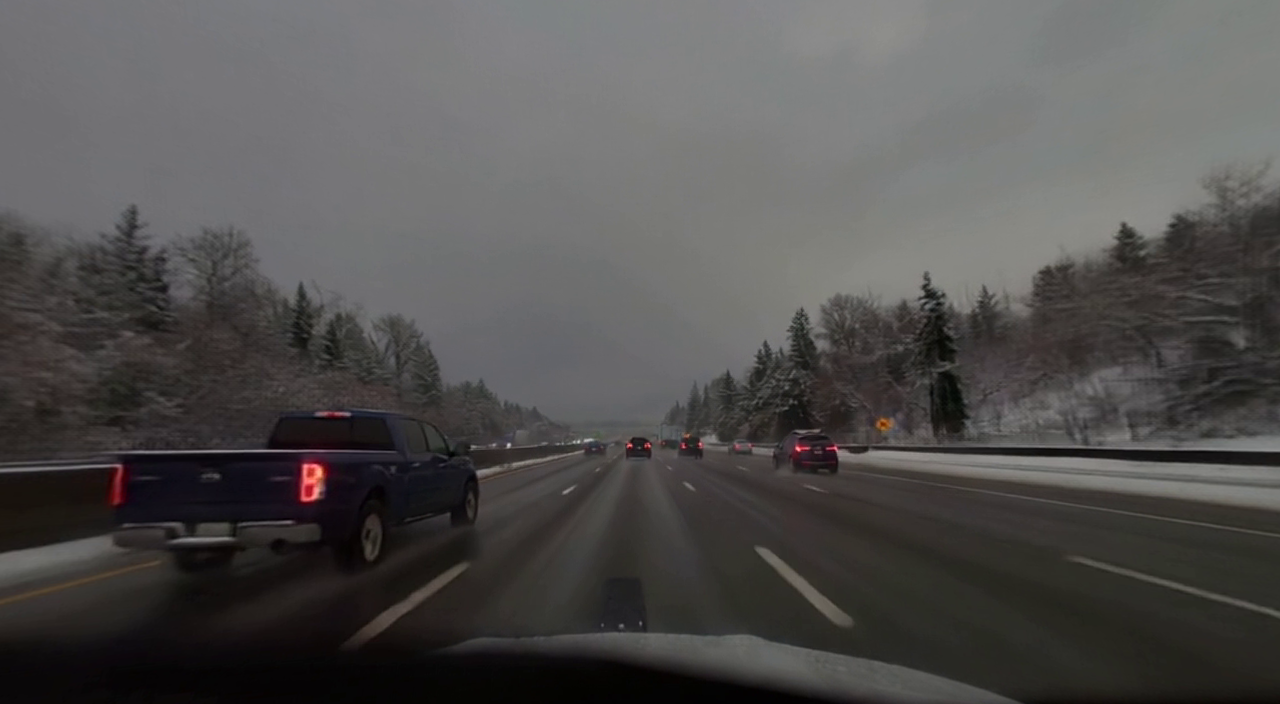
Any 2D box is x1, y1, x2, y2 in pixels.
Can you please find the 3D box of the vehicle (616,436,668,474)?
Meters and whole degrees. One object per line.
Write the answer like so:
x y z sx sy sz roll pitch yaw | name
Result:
0.087 4.380 27.046 2.071 1.464 4.162 0 -8 0 | vehicle

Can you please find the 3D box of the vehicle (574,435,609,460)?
-3.396 6.778 44.867 2.140 1.720 4.410 0 -8 0 | vehicle

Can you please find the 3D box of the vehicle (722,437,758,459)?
7.229 6.993 45.951 1.894 1.511 4.148 0 -8 -1 | vehicle

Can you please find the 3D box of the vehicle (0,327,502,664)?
-3.423 1.249 6.667 2.487 1.979 5.742 0 -8 2 | vehicle

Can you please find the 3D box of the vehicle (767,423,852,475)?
6.885 4.012 26.285 2.094 1.916 5.099 0 -8 0 | vehicle
